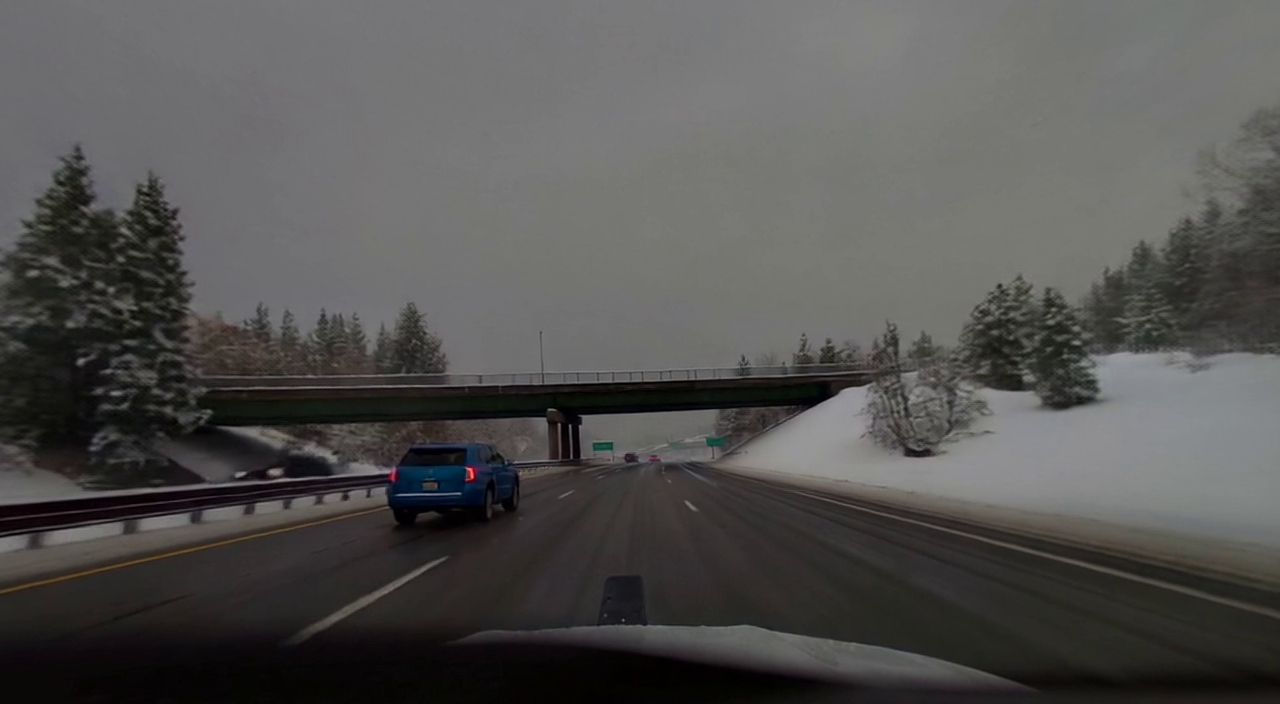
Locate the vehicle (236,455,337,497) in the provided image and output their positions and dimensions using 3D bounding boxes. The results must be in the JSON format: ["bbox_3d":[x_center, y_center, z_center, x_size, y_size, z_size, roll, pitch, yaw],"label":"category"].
[{"bbox_3d":[-16.219,5.682,29.280,1.969,1.759,4.607,0,-9,0],"label":"vehicle"}]

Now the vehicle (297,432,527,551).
[{"bbox_3d":[-3.605,2.328,11.233,2.274,1.628,4.807,0,-9,0],"label":"vehicle"}]
